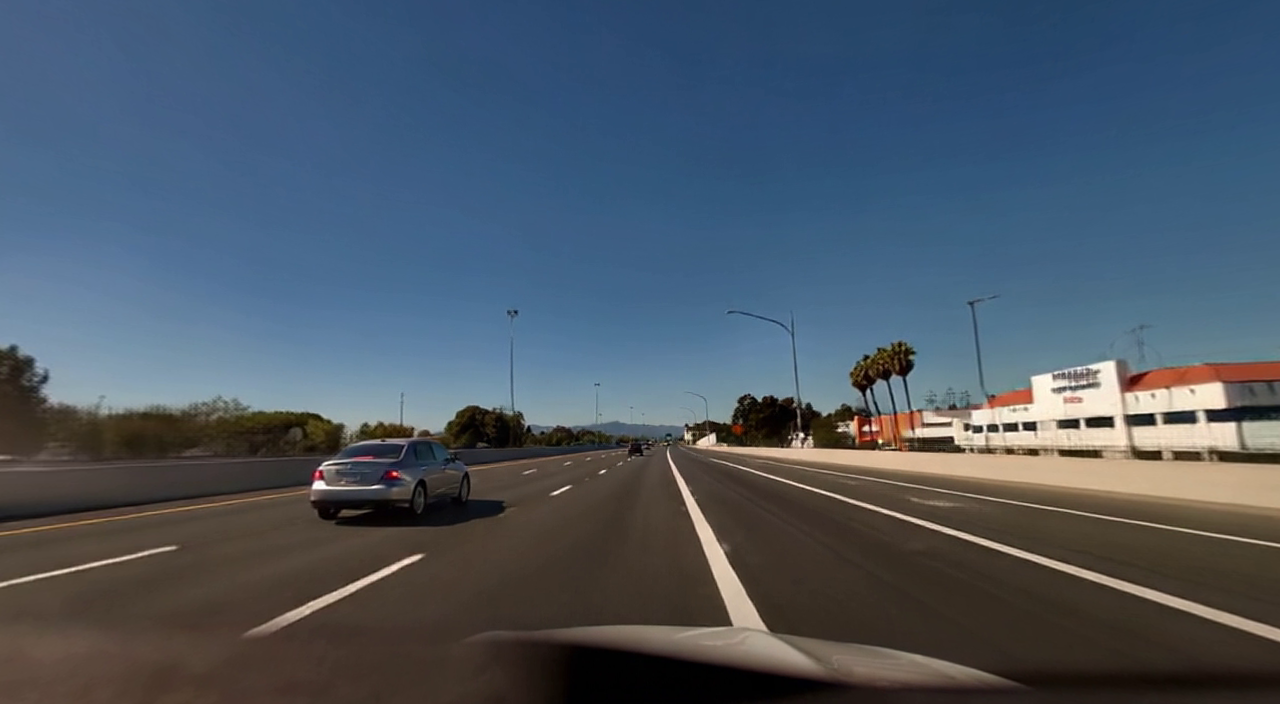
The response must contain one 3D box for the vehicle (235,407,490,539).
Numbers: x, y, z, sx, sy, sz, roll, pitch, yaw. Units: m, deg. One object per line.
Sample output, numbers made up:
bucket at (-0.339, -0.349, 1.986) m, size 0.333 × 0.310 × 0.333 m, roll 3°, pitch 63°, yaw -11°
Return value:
vehicle at (-4.395, 2.020, 11.109) m, size 2.145 × 1.793 × 4.762 m, roll -1°, pitch -8°, yaw 3°
